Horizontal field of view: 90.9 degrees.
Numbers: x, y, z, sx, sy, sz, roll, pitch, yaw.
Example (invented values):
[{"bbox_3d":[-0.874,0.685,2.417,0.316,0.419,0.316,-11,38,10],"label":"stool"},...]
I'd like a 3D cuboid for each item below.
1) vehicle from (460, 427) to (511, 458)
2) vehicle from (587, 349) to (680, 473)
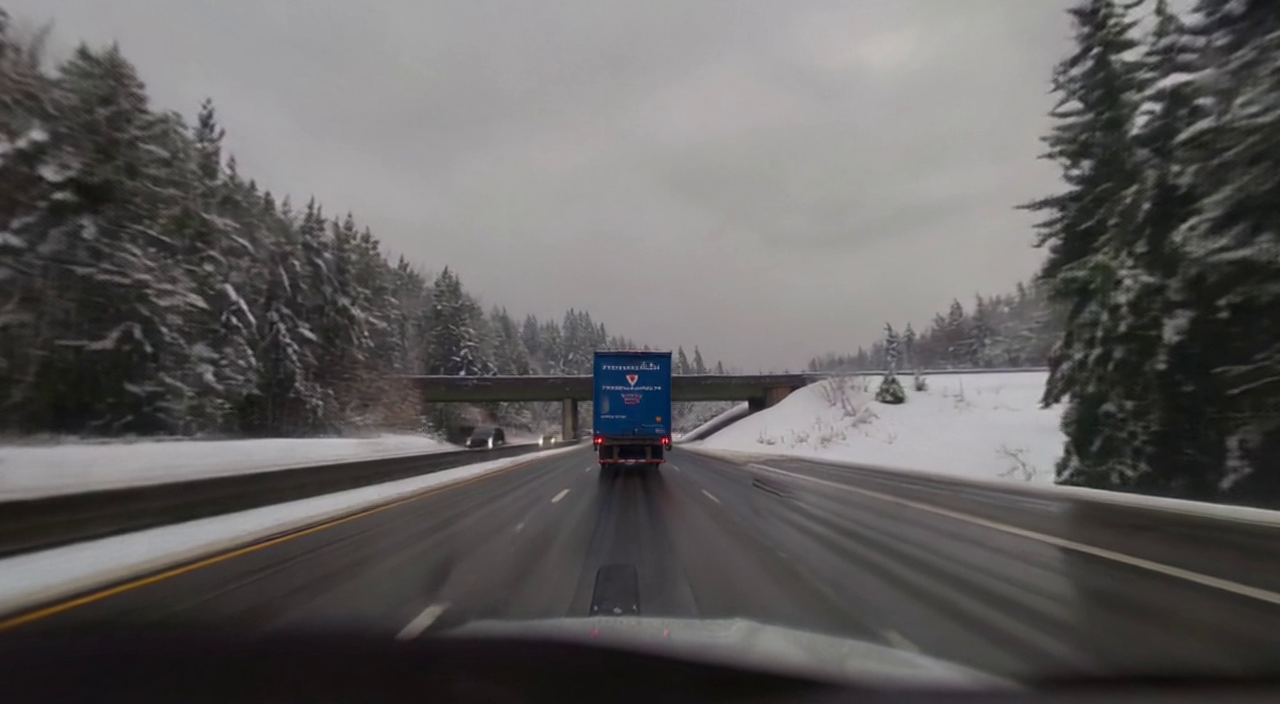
[{"bbox_3d":[-9.147,5.385,37.588,2.043,1.672,4.101,0,-8,-1],"label":"vehicle"},{"bbox_3d":[-0.443,2.485,24.793,2.895,3.861,10.213,0,-8,-3],"label":"vehicle"}]
